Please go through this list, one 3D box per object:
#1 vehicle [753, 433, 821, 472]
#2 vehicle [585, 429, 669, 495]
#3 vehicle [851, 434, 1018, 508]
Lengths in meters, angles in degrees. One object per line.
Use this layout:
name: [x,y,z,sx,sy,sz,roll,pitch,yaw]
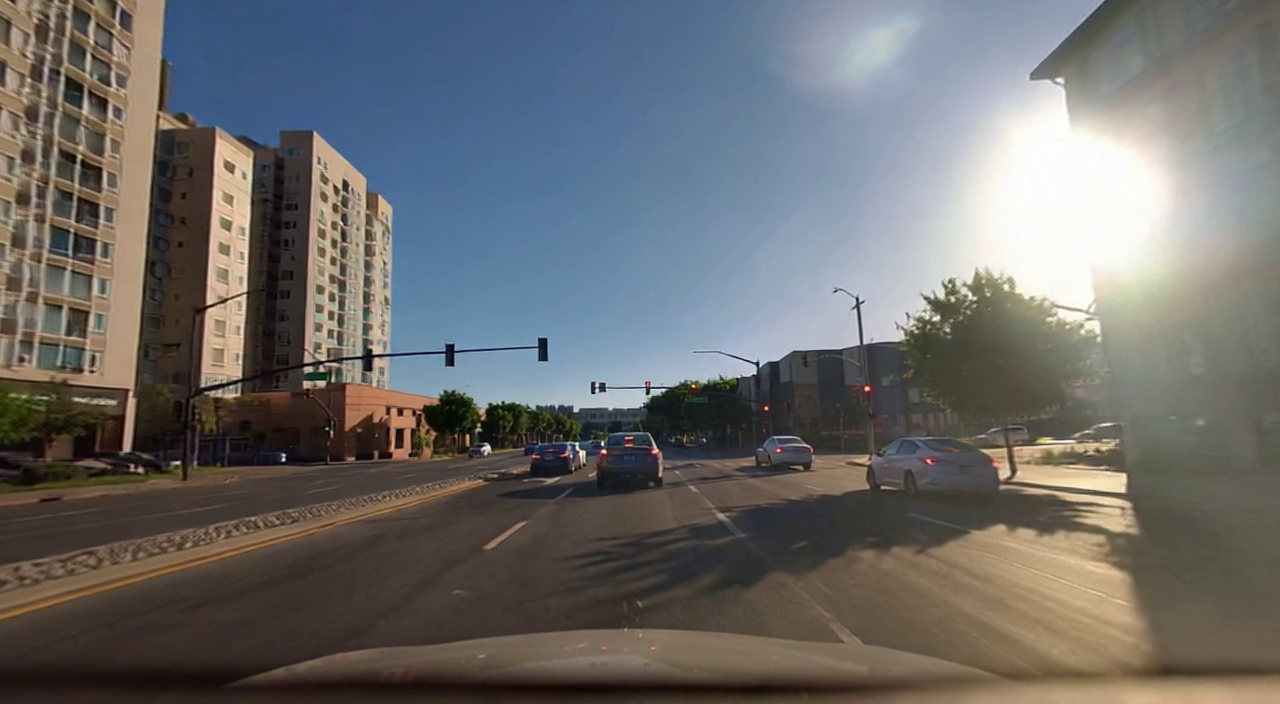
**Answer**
vehicle: [6.515,4.495,28.445,1.963,1.611,4.359,0,-9,-1]
vehicle: [-0.304,2.963,17.346,2.032,1.593,3.896,0,-9,0]
vehicle: [6.449,2.640,14.438,1.768,1.417,4.213,0,-9,0]
